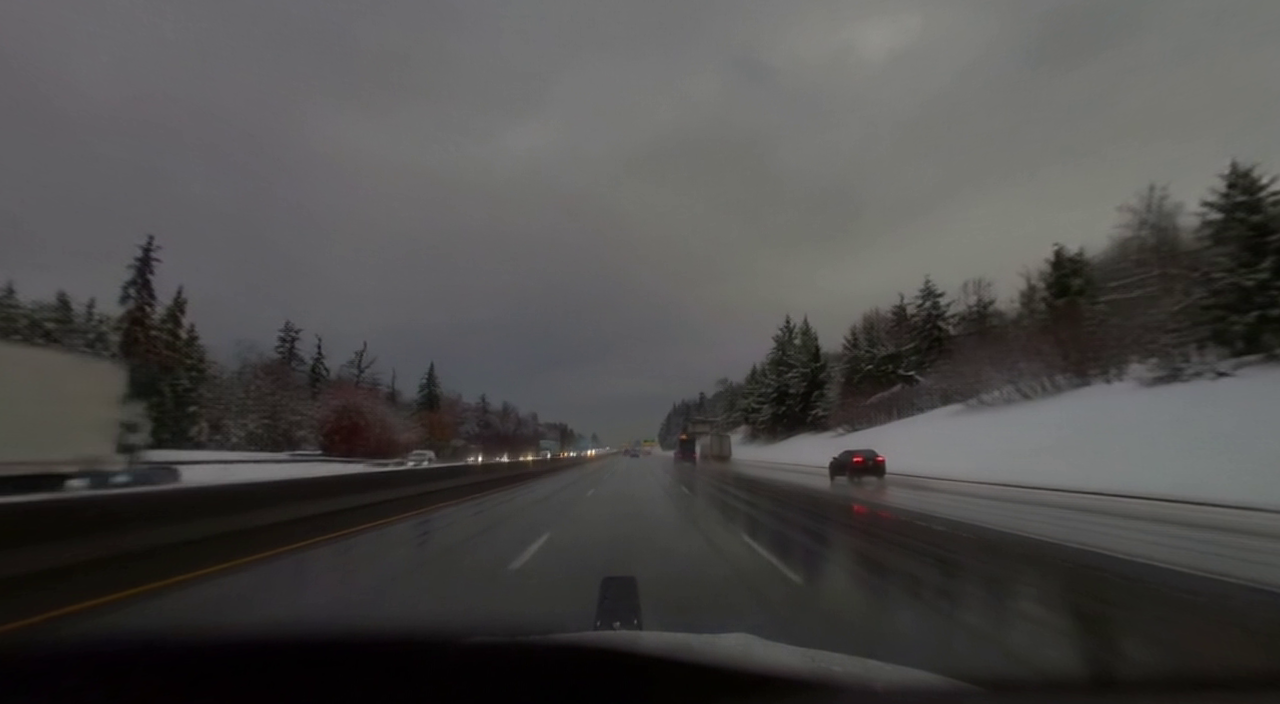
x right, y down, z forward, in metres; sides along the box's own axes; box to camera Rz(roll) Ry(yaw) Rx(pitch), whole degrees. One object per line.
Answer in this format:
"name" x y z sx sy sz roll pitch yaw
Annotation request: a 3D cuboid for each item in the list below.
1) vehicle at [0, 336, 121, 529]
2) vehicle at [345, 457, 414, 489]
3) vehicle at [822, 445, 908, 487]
"vehicle" -16.481 1.226 10.337 3.679 4.369 14.373 0 -9 0
"vehicle" -13.168 6.112 32.077 1.802 1.459 4.061 0 -9 0
"vehicle" 9.720 4.930 27.617 1.950 1.632 4.845 0 -9 0
